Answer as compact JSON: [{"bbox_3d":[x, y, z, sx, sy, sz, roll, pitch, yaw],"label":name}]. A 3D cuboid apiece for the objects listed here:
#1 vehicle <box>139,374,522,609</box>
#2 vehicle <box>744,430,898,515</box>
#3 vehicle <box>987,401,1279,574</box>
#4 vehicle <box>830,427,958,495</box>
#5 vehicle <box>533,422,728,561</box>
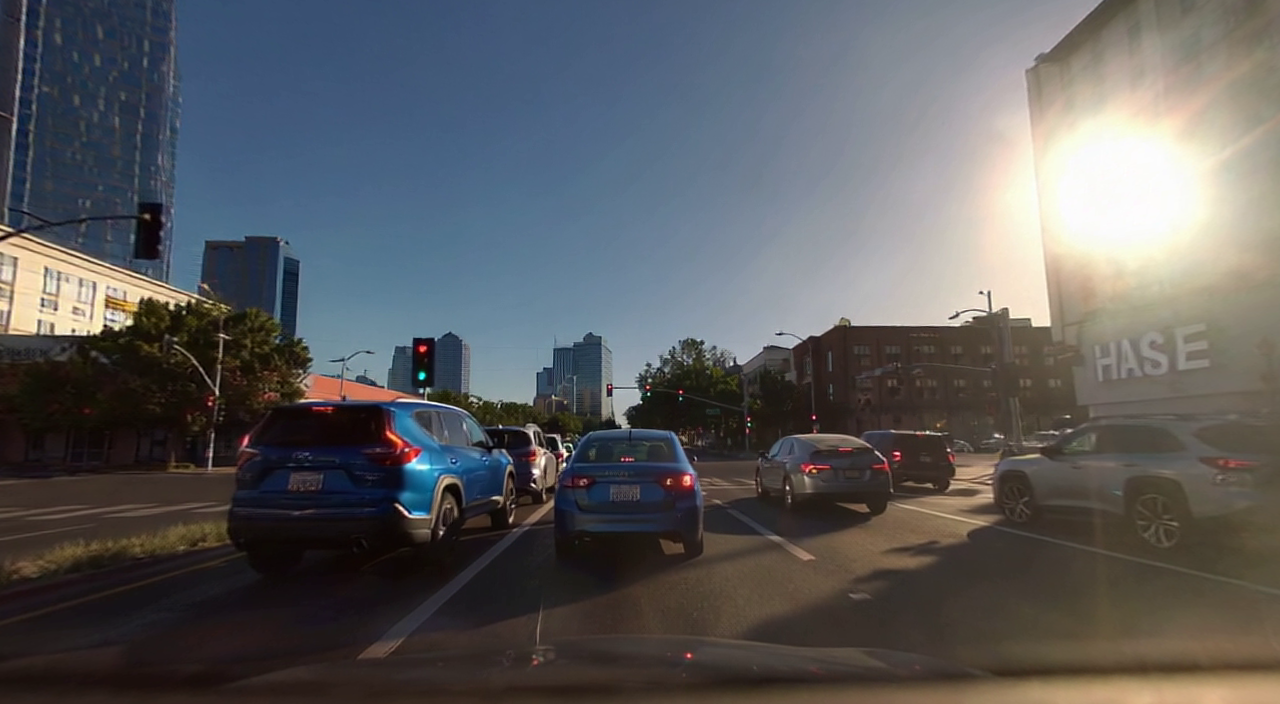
[{"bbox_3d":[-2.851,1.430,7.370,2.064,1.825,4.760,0,-8,0],"label":"vehicle"},{"bbox_3d":[3.576,2.464,13.455,1.861,1.473,4.393,0,-8,-2],"label":"vehicle"},{"bbox_3d":[7.239,1.715,8.800,2.068,1.731,4.752,0,-8,0],"label":"vehicle"},{"bbox_3d":[7.049,3.069,18.075,1.894,1.693,4.110,0,-8,-1],"label":"vehicle"},{"bbox_3d":[-0.144,1.801,8.874,2.097,1.480,4.006,0,-8,-1],"label":"vehicle"}]
